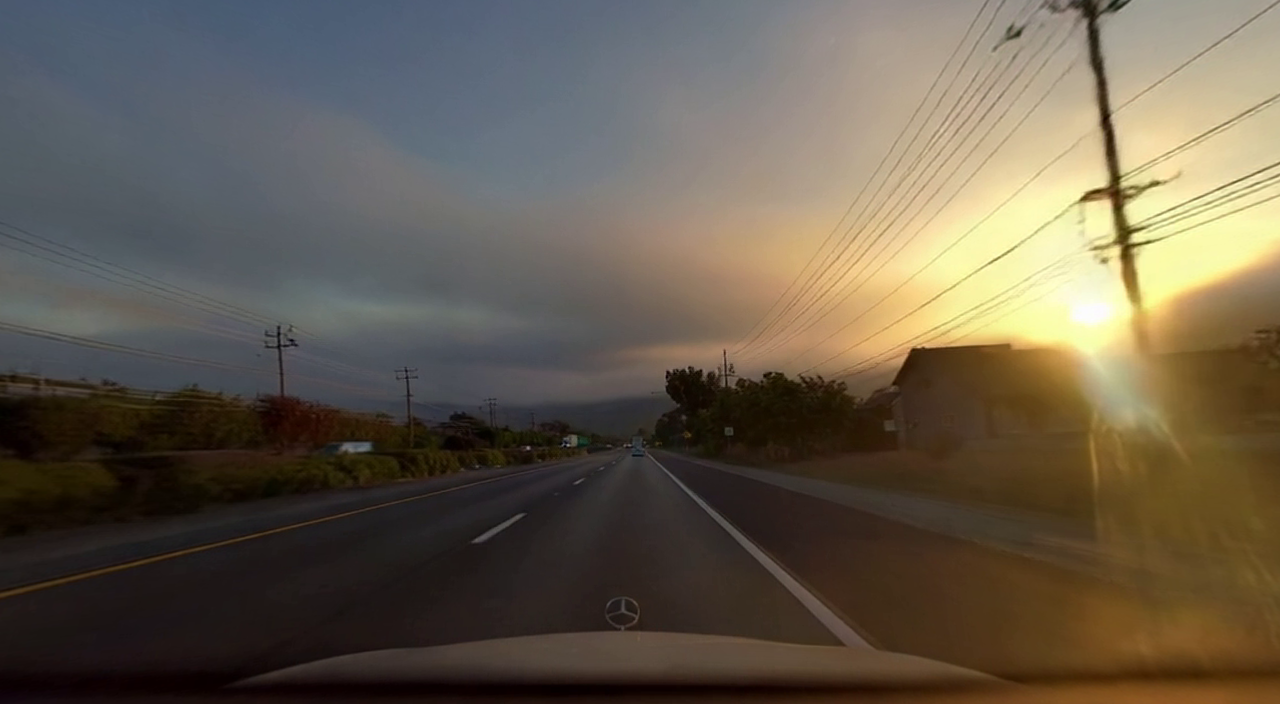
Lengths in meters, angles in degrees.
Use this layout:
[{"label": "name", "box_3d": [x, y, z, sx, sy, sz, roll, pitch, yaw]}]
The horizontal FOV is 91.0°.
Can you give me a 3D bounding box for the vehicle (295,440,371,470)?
[{"label": "vehicle", "box_3d": [-21.263, 7.181, 43.996, 2.260, 1.934, 5.875, 0, -9, 1]}]
